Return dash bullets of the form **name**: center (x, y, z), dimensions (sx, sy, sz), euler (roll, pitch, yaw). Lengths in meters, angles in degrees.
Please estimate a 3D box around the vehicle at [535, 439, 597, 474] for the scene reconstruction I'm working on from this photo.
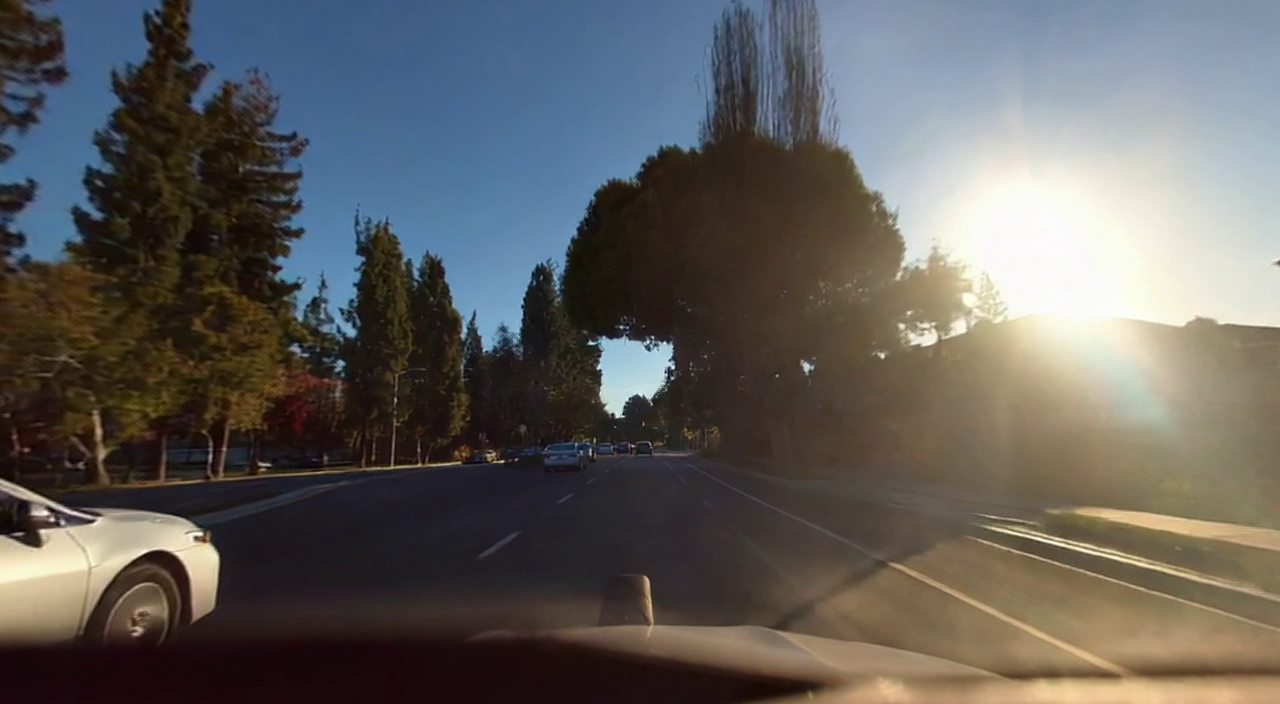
- **vehicle**: center (-3.344, 4.805, 29.293), dimensions (2.188, 1.473, 4.651), euler (0, -8, 2)

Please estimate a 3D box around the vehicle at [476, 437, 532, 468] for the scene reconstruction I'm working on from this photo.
- **vehicle**: center (-7.293, 5.441, 34.380), dimensions (2.110, 1.529, 4.743), euler (0, -8, -1)

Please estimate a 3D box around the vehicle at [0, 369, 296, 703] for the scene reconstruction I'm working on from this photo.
- **vehicle**: center (-3.874, 0.807, 2.435), dimensions (2.190, 1.545, 4.943), euler (0, -8, 2)
